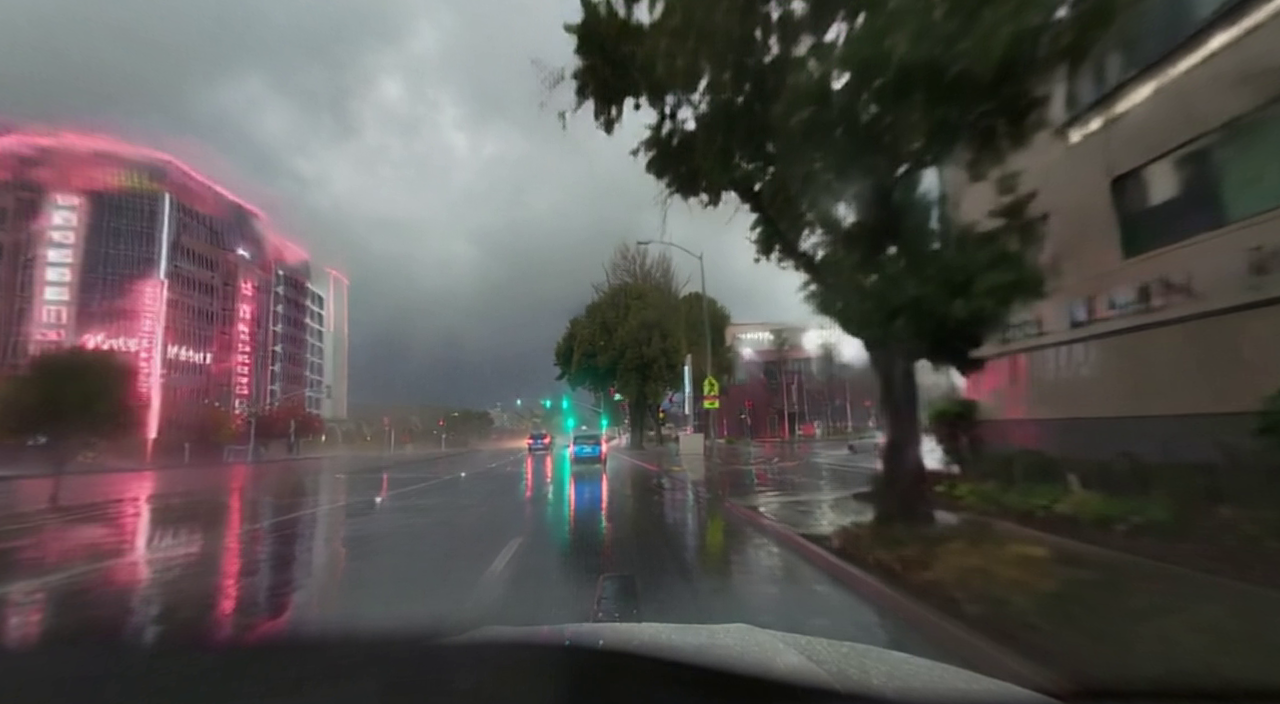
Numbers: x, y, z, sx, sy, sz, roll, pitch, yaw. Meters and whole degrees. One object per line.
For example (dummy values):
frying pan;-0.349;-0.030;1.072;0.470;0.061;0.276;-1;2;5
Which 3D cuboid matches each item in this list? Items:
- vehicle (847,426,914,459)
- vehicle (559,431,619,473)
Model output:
vehicle;16.581;6.323;43.665;1.932;1.762;4.835;1;-13;-11
vehicle;-2.146;4.047;25.788;2.231;1.572;4.227;1;-8;-6
